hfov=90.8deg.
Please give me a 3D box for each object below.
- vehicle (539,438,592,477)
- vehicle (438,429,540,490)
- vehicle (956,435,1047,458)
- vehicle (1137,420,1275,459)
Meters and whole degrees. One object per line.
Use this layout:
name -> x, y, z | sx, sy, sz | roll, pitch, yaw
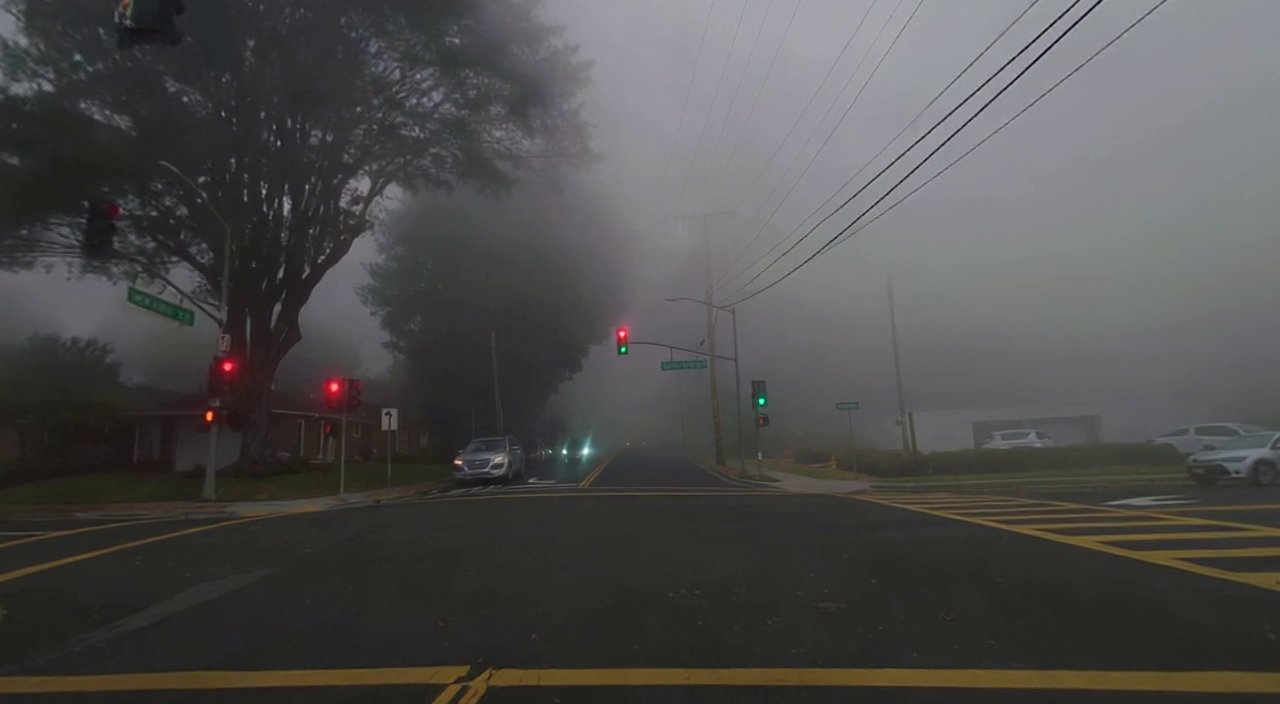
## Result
vehicle -> -3.667, 5.287, 31.889 | 2.120, 1.783, 4.788 | 0, -9, 0
vehicle -> -6.514, 4.776, 28.524 | 2.896, 2.339, 7.322 | 0, -8, -1
vehicle -> 25.002, 6.556, 43.839 | 5.172, 1.515, 1.851 | 0, -8, -2
vehicle -> 33.254, 5.164, 37.243 | 5.969, 2.149, 2.331 | 0, -9, -3
